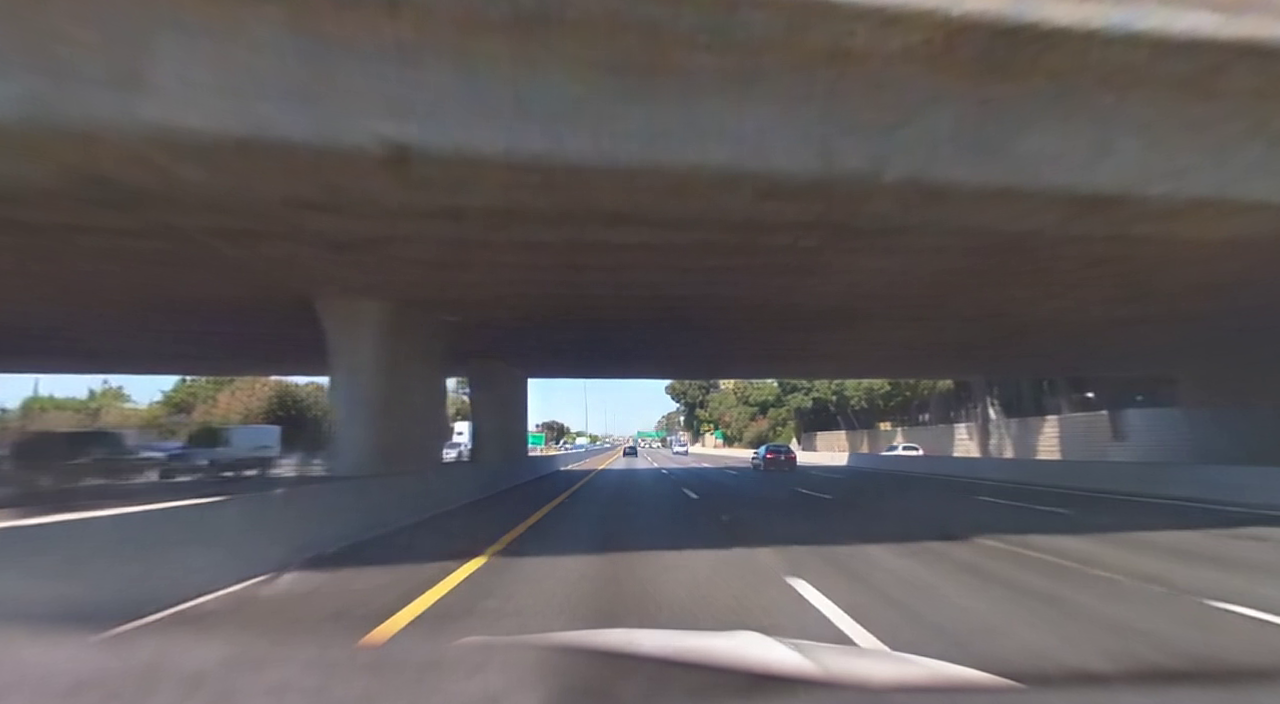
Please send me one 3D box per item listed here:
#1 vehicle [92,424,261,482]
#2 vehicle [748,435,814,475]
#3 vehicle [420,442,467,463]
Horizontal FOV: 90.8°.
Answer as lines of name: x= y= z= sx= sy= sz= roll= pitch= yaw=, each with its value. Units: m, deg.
vehicle: x=-18.661 y=4.123 z=25.977 sx=2.426 sy=2.074 sz=5.953 roll=0 pitch=-9 yaw=0
vehicle: x=6.472 y=4.813 z=29.586 sx=2.030 sy=1.706 sz=4.279 roll=0 pitch=-9 yaw=-1
vehicle: x=-15.063 y=7.726 z=48.728 sx=2.000 sy=1.529 sz=5.012 roll=0 pitch=-9 yaw=0
